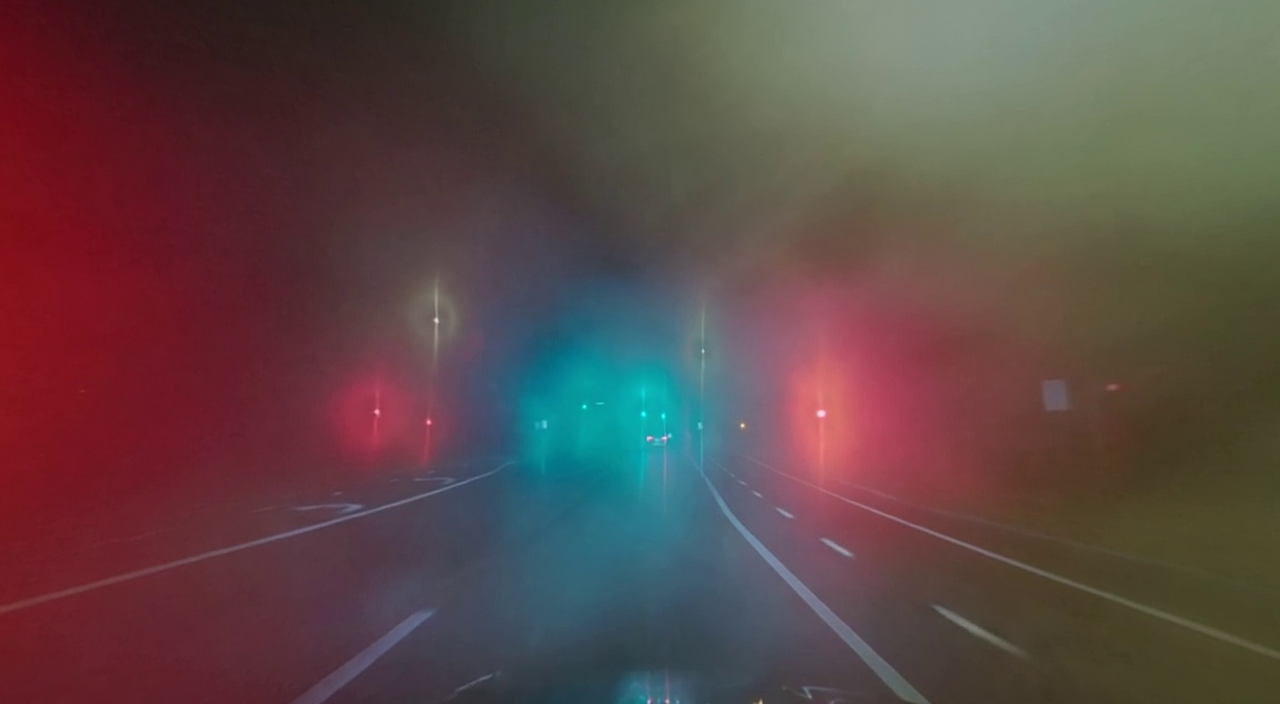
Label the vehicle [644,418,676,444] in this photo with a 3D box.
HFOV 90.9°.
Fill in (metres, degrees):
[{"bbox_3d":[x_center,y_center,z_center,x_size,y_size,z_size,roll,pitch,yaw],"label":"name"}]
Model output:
[{"bbox_3d":[1.541,6.287,49.880,2.371,1.926,5.099,0,-8,0],"label":"vehicle"}]
